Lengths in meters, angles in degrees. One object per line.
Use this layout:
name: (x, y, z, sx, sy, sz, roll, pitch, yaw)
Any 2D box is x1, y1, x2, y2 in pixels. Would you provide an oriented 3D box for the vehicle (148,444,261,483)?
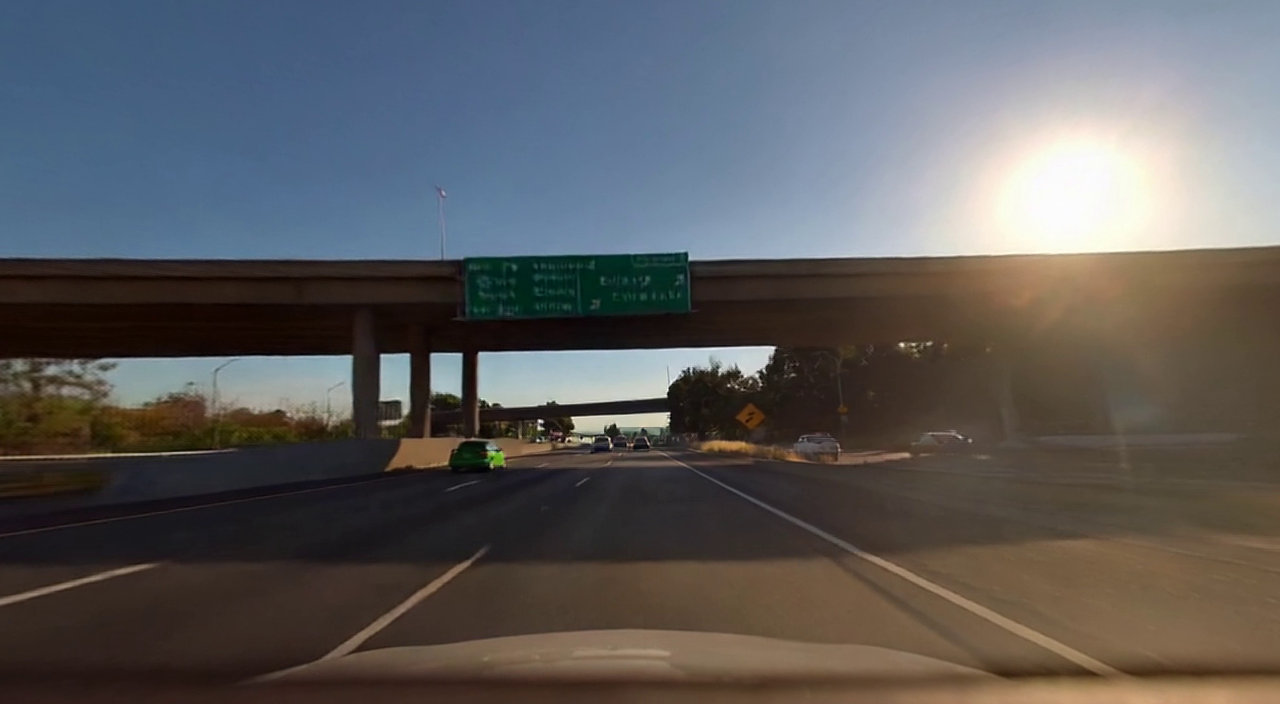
vehicle: (-17.685, 4.523, 25.858, 1.748, 1.474, 3.993, 0, -8, 0)

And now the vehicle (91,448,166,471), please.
vehicle: (-39.989, 8.395, 49.460, 1.862, 1.698, 4.430, -1, -8, 6)

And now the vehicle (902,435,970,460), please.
vehicle: (20.579, 6.614, 44.037, 2.000, 1.515, 4.188, -1, -6, -13)

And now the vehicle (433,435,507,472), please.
vehicle: (-7.412, 4.457, 27.924, 1.987, 1.486, 4.174, 0, -8, 2)
